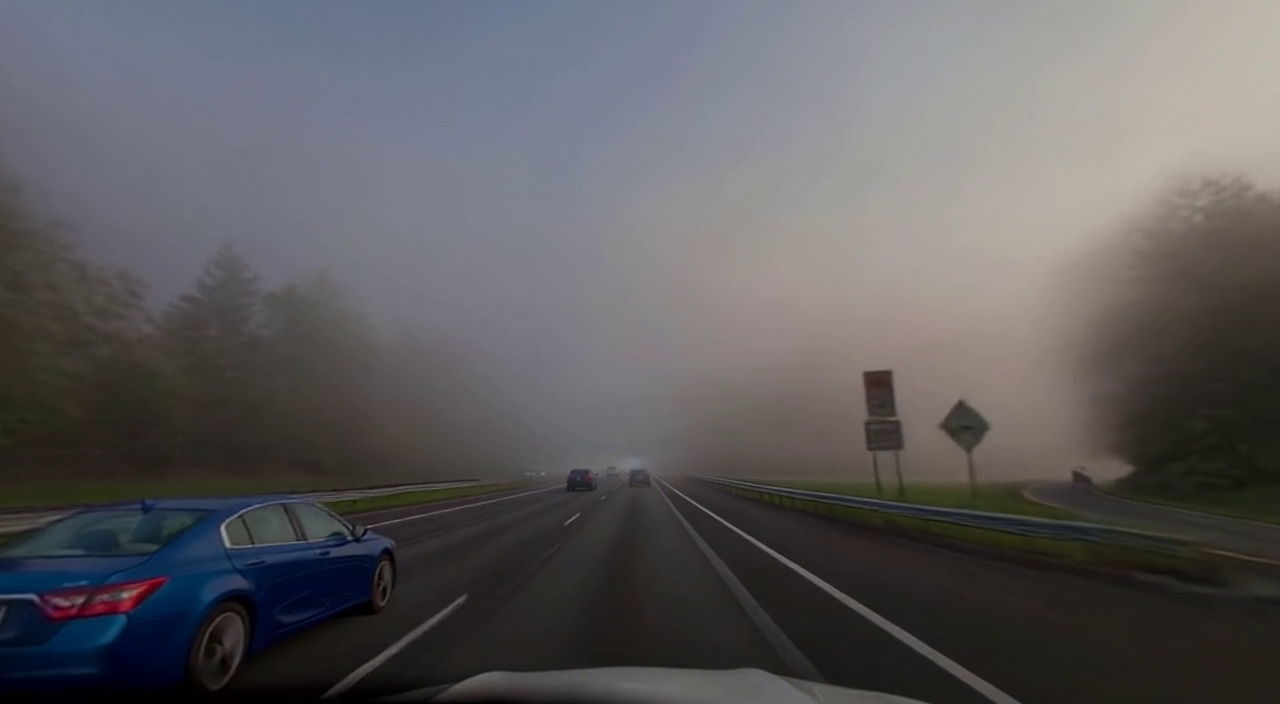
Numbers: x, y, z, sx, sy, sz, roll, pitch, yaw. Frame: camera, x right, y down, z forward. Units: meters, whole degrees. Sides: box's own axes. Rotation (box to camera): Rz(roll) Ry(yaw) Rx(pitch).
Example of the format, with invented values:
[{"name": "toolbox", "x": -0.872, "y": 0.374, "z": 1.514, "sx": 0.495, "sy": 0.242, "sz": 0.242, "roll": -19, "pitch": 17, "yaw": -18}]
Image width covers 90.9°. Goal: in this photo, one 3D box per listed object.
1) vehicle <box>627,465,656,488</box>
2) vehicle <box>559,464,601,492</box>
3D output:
[{"name": "vehicle", "x": 0.111, "y": 9.105, "z": 46.115, "sx": 2.065, "sy": 1.596, "sz": 3.869, "roll": 1, "pitch": -11, "yaw": 0}, {"name": "vehicle", "x": -3.589, "y": 7.679, "z": 38.493, "sx": 2.047, "sy": 1.523, "sz": 4.279, "roll": 1, "pitch": -11, "yaw": 1}]
